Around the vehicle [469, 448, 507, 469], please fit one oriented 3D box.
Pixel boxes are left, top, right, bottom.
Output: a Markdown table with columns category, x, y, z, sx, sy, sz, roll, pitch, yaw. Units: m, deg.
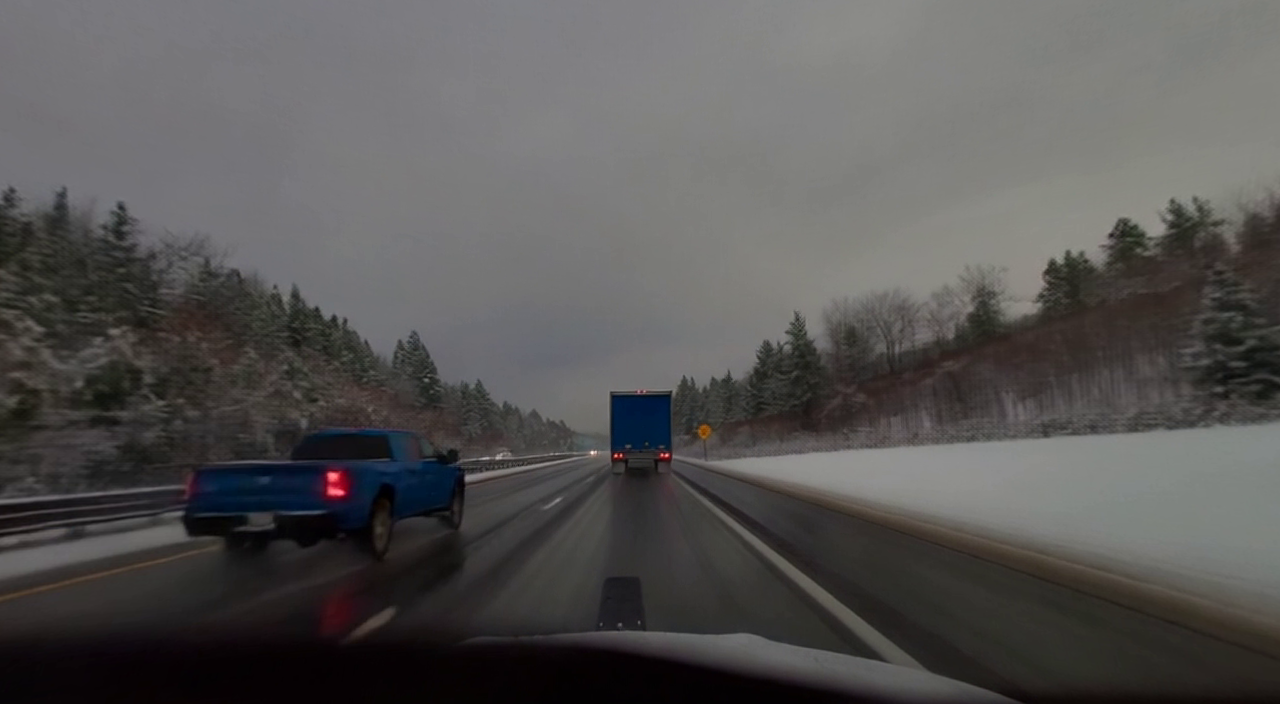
| category | x | y | z | sx | sy | sz | roll | pitch | yaw |
| --- | --- | --- | --- | --- | --- | --- | --- | --- | --- |
| vehicle | -11.621 | 8.165 | 48.472 | 2.002 | 1.506 | 4.416 | 0 | -9 | -2 |

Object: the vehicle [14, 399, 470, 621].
| category | x | y | z | sx | sy | sz | roll | pitch | yaw |
| --- | --- | --- | --- | --- | --- | --- | --- | --- | --- |
| vehicle | -3.606 | 1.532 | 7.016 | 2.160 | 1.661 | 4.388 | 0 | -9 | 0 |

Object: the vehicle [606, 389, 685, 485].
| category | x | y | z | sx | sy | sz | roll | pitch | yaw |
| --- | --- | --- | --- | --- | --- | --- | --- | --- | --- |
| vehicle | 0.036 | 3.817 | 27.801 | 2.913 | 3.530 | 8.648 | 0 | -9 | -2 |
